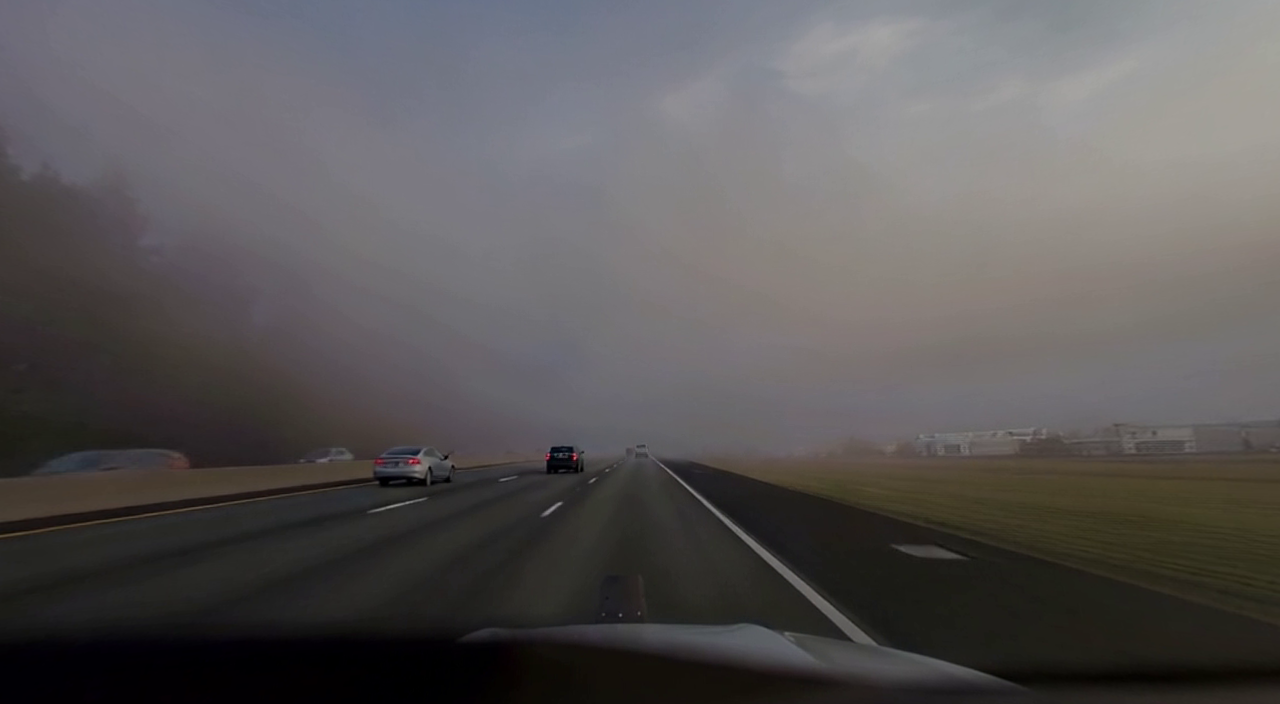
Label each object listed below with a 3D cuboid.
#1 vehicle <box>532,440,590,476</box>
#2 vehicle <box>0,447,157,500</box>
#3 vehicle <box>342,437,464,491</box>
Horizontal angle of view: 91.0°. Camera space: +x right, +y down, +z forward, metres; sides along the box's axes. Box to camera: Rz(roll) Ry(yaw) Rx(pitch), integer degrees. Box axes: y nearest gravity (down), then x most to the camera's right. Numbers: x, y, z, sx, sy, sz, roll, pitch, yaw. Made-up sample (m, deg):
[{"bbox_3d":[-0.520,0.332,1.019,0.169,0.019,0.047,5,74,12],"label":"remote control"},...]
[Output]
[{"bbox_3d":[-3.729,5.121,30.665,2.083,1.588,4.801,0,-9,1],"label":"vehicle"},{"bbox_3d":[-19.407,4.049,21.477,1.993,1.554,4.753,0,-9,1],"label":"vehicle"},{"bbox_3d":[-7.459,3.566,20.401,2.034,1.523,4.627,0,-9,1],"label":"vehicle"}]
